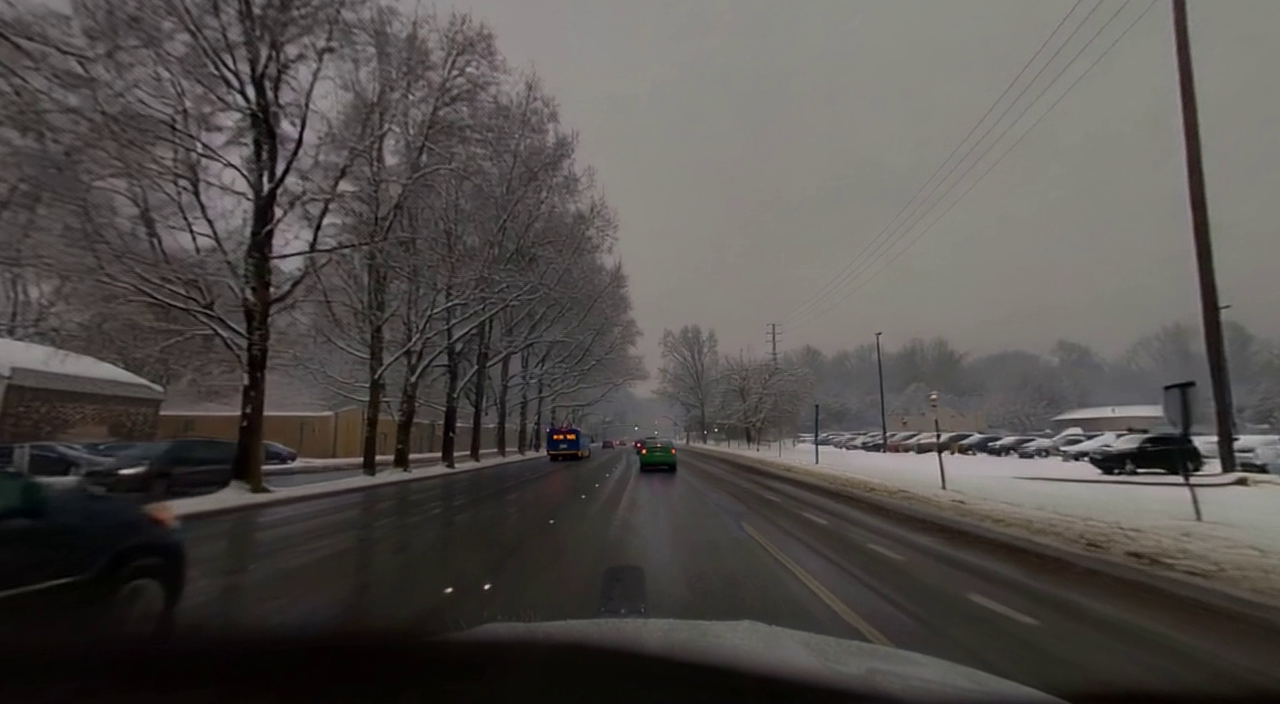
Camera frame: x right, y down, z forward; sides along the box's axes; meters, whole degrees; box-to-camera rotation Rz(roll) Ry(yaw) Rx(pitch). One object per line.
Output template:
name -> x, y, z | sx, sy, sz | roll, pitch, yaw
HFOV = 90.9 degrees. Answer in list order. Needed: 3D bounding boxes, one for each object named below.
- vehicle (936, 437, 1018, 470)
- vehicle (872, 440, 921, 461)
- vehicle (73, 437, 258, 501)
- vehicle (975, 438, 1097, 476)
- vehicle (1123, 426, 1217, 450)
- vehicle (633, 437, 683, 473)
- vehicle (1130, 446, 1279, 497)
vehicle -> 19.231, 5.795, 36.315 | 1.965, 1.749, 4.838 | 0, -9, -1
vehicle -> 19.403, 7.470, 47.910 | 1.826, 1.532, 4.290 | 0, -9, -1
vehicle -> -14.363, 3.538, 19.531 | 2.126, 1.742, 4.517 | 0, -9, 1
vehicle -> 19.198, 5.126, 31.042 | 2.229, 1.661, 5.991 | 0, -9, 1
vehicle -> 33.404, 5.467, 39.842 | 4.215, 1.462, 1.883 | 0, -9, -1
vehicle -> 0.764, 4.702, 28.988 | 2.123, 1.498, 4.226 | 0, -9, 0
vehicle -> 18.826, 3.811, 20.618 | 1.849, 1.466, 4.831 | -1, -9, 3
